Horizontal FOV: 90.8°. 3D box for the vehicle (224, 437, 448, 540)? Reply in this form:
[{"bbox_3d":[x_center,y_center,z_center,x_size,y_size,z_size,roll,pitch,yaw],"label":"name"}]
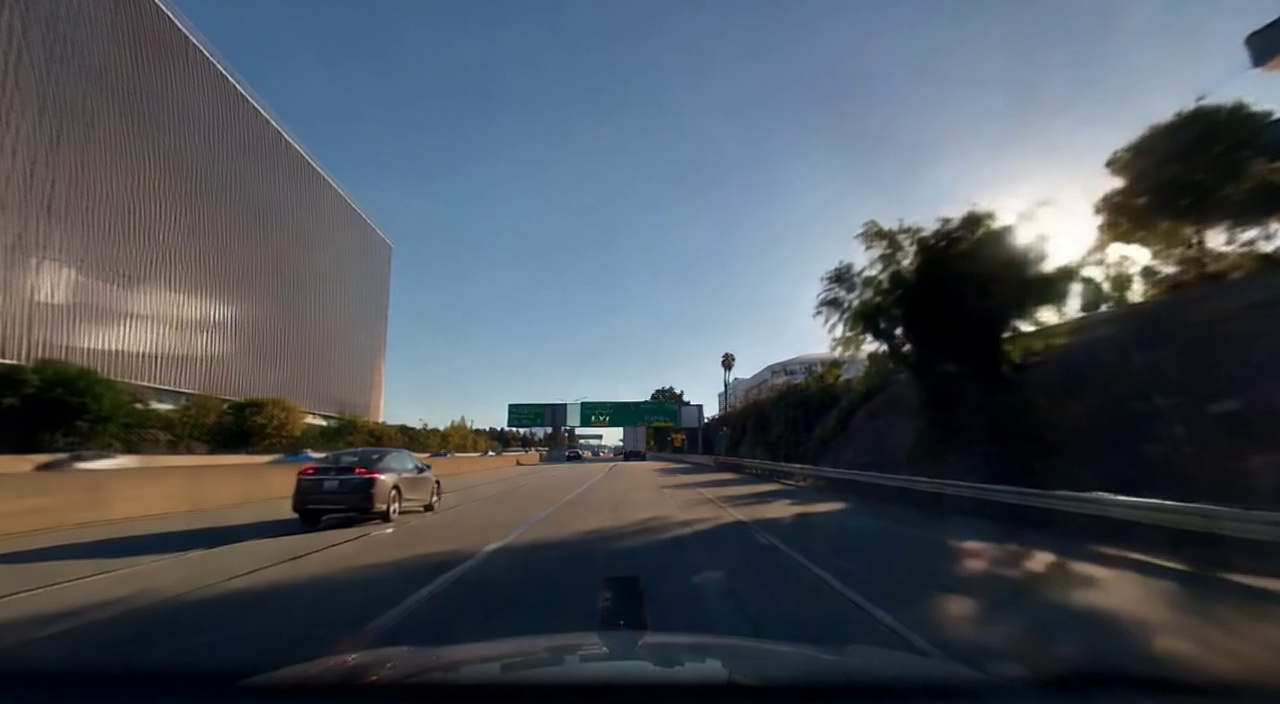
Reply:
[{"bbox_3d":[-5.180,2.363,11.540,1.943,1.510,4.201,0,-9,1],"label":"vehicle"}]
